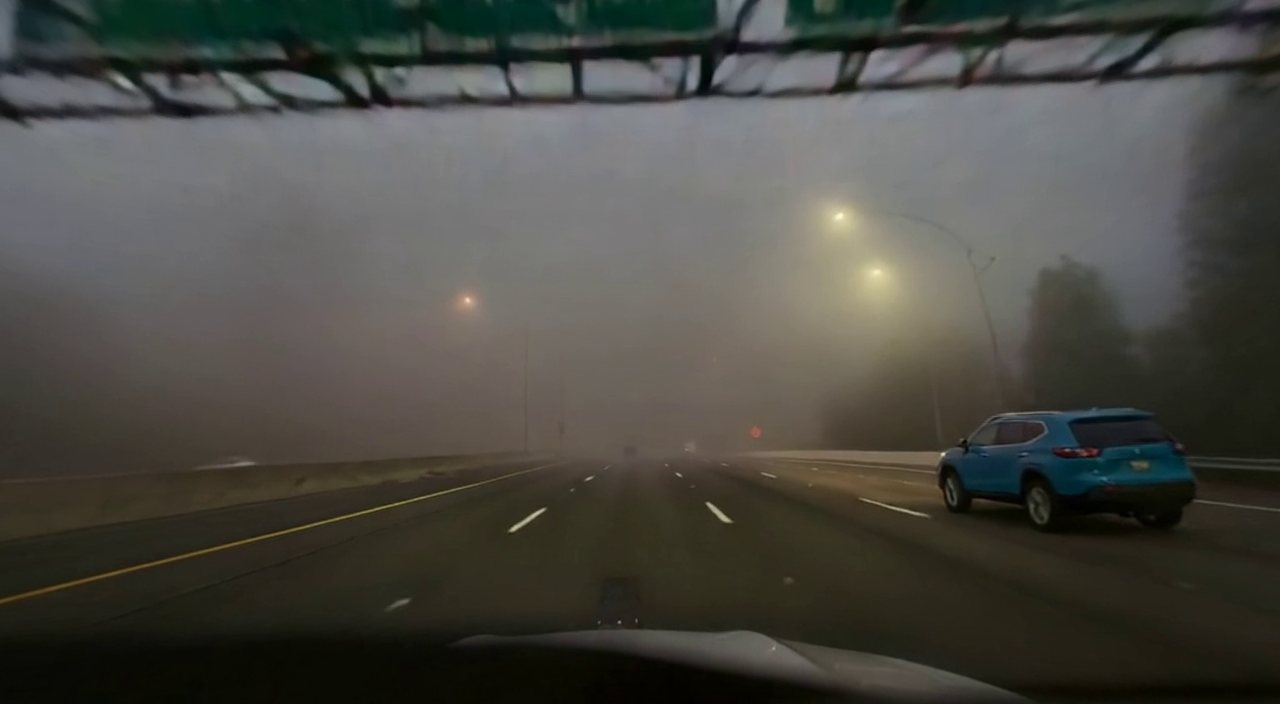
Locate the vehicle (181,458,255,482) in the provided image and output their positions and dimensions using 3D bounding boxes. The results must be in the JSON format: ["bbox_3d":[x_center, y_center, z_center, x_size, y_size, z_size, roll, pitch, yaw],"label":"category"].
[{"bbox_3d":[-29.291,8.168,43.994,1.907,1.499,4.738,-1,-8,0],"label":"vehicle"}]

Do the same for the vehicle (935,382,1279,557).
[{"bbox_3d":[6.597,1.615,9.251,2.222,1.899,4.595,0,-8,-1],"label":"vehicle"}]
